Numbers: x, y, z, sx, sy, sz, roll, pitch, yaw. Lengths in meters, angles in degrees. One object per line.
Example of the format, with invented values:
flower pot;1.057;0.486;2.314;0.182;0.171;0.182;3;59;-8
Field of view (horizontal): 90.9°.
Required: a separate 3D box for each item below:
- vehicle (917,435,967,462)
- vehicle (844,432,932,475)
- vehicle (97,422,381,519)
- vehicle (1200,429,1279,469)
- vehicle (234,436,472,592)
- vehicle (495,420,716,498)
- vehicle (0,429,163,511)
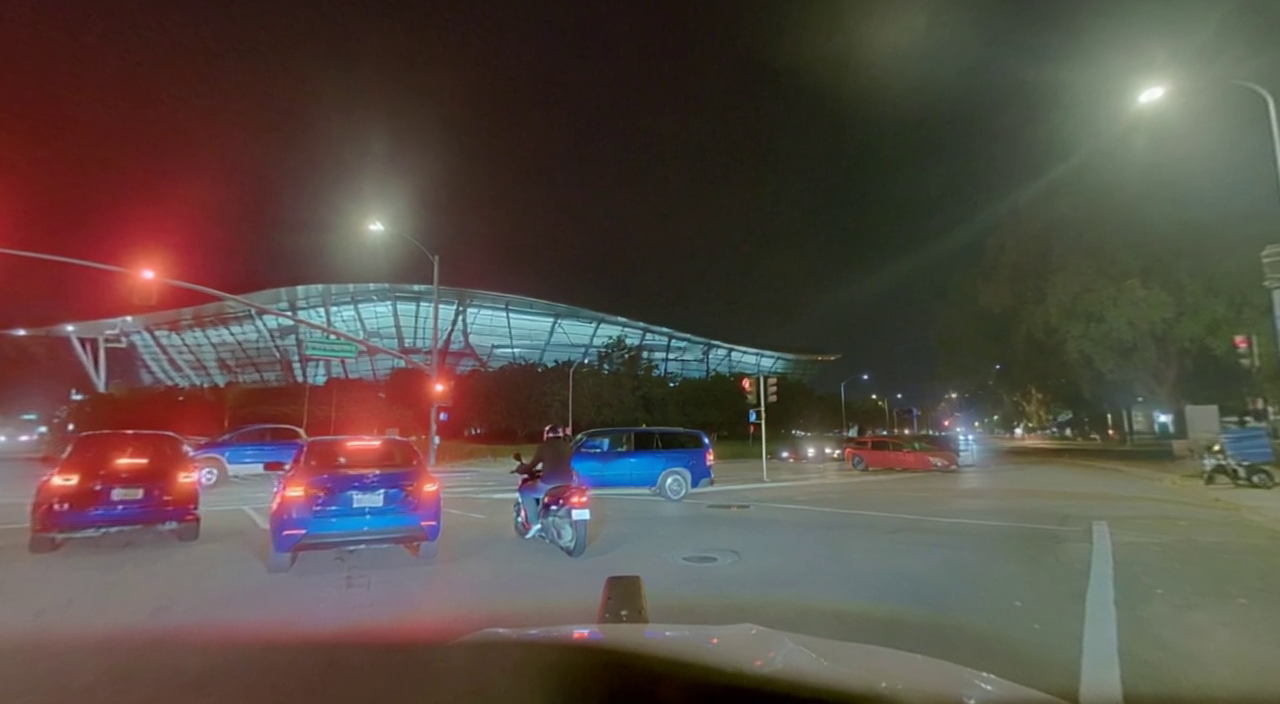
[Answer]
vehicle;18.528;5.872;38.619;2.024;1.543;4.028;-6;-10;34
vehicle;10.751;4.320;27.136;2.084;1.656;4.583;-7;-11;39
vehicle;-7.977;2.357;12.824;4.583;1.755;1.936;-1;-8;7
vehicle;24.829;3.965;25.944;1.872;1.467;4.385;-6;-10;32
vehicle;-3.949;1.857;8.256;2.009;1.450;4.182;5;-10;-35
vehicle;-1.022;2.985;18.005;5.833;1.960;2.341;2;-9;-18
vehicle;-14.158;2.755;15.049;4.380;1.727;2.052;-3;-9;15
